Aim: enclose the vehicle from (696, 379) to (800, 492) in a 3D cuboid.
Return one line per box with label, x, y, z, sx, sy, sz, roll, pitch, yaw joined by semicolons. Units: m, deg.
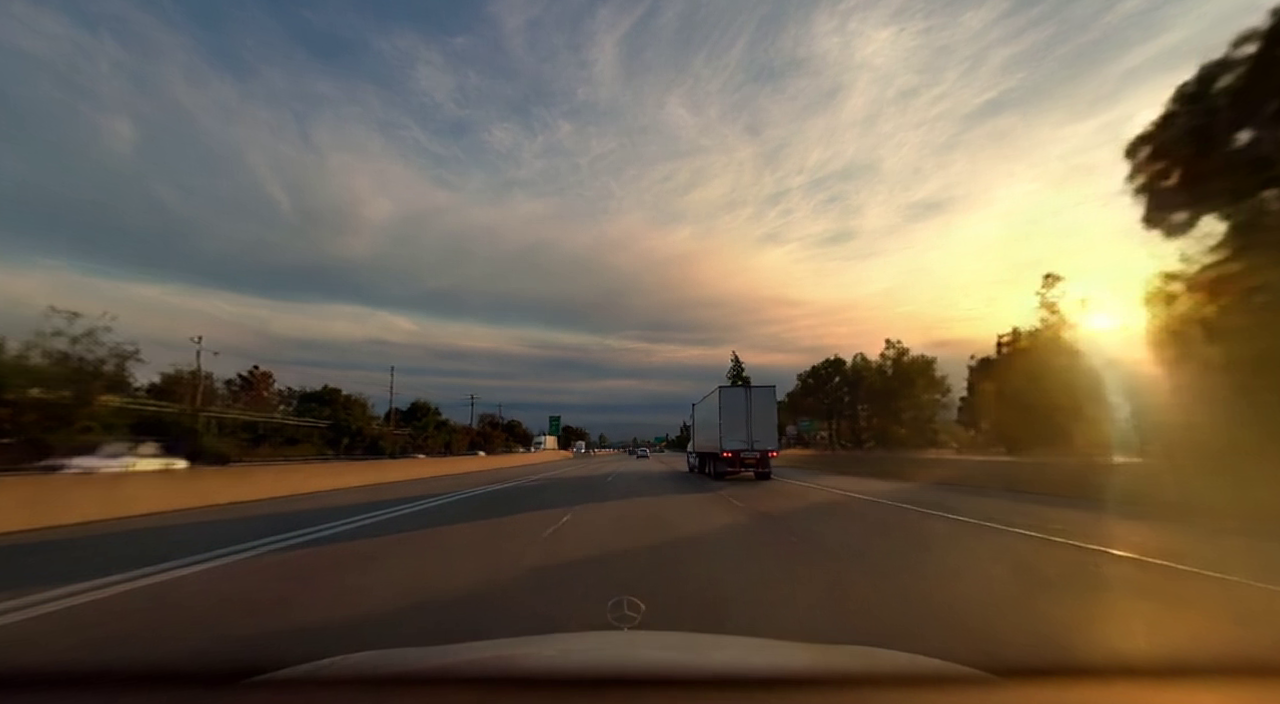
vehicle;4.698;4.116;30.494;3.058;4.312;12.251;0;-9;1
